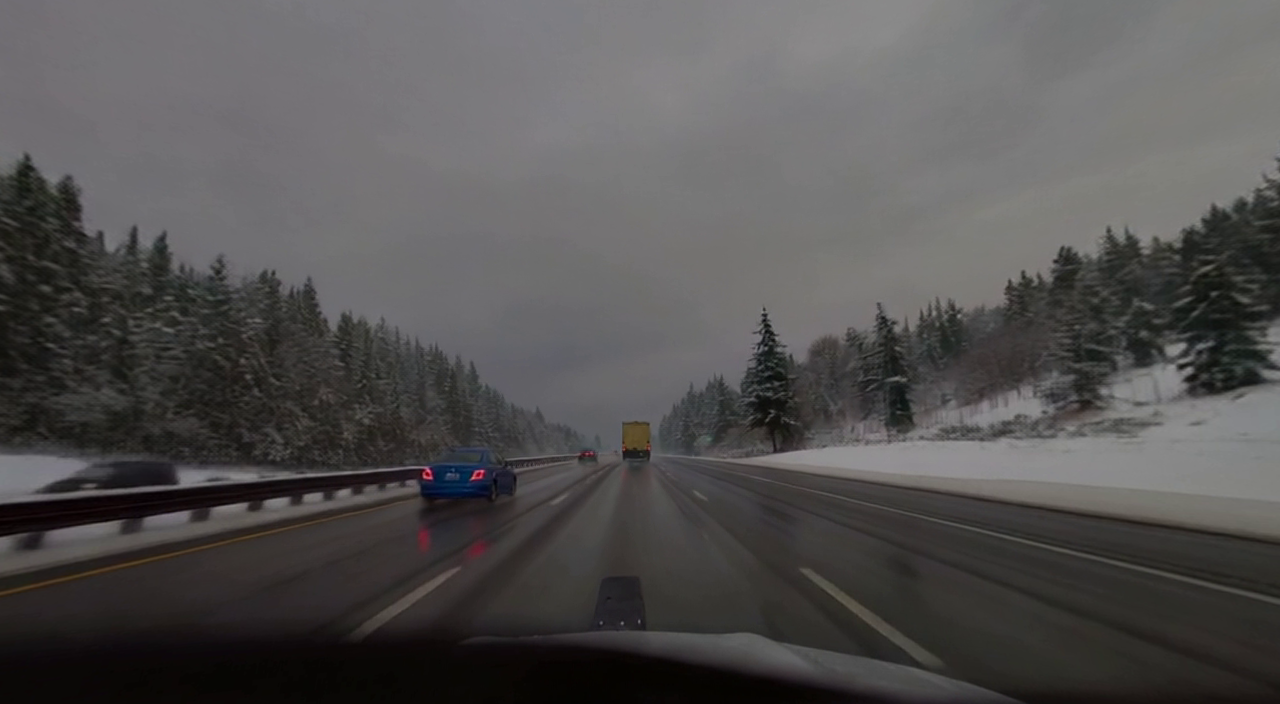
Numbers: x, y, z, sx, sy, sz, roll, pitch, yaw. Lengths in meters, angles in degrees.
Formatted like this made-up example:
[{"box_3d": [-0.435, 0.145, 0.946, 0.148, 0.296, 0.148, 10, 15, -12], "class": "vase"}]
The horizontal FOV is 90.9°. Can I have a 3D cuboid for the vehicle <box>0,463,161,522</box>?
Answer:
[{"box_3d": [-18.114, 4.433, 20.374, 1.980, 1.580, 3.988, 0, -9, 1], "class": "vehicle"}]

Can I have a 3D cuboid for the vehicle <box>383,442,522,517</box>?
[{"box_3d": [-4.232, 2.933, 15.078, 1.916, 1.506, 4.476, 0, -9, 1], "class": "vehicle"}]
